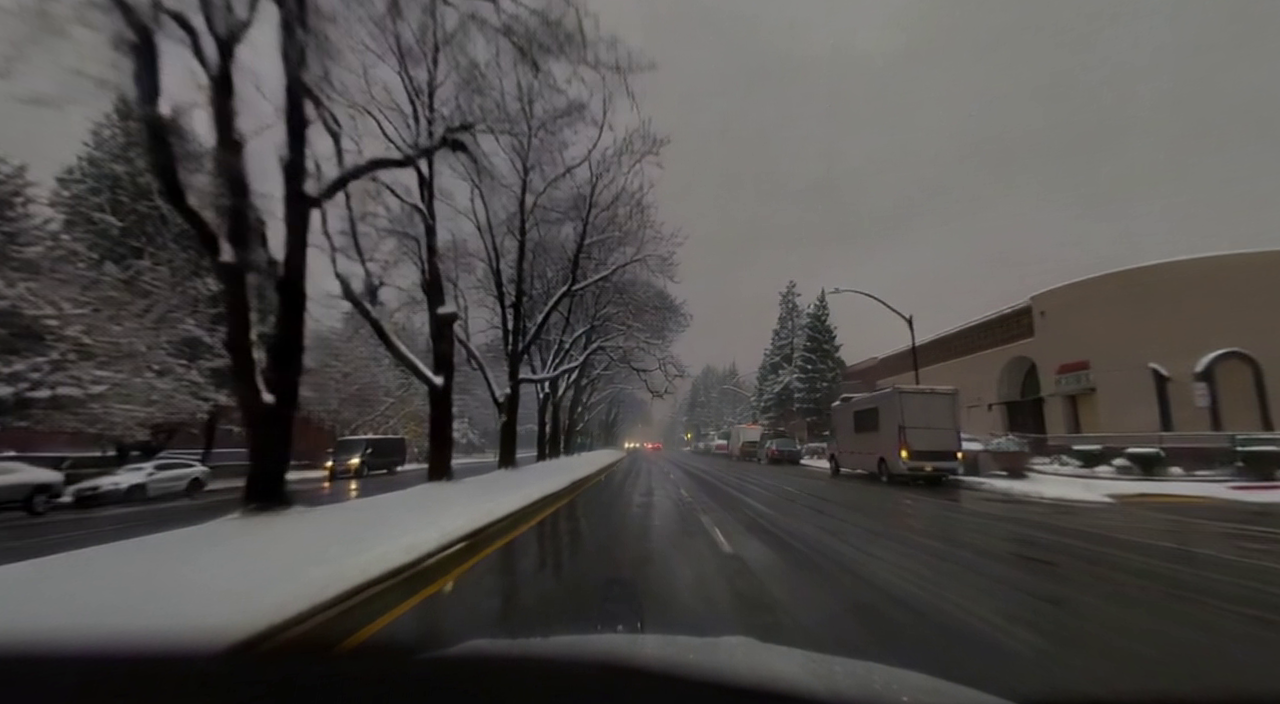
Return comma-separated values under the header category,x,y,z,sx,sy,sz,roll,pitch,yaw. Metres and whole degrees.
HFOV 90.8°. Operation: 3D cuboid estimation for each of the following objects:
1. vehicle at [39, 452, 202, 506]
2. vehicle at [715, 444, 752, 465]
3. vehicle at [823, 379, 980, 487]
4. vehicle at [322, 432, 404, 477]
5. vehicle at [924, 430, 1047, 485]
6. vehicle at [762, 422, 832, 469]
category,x,y,z,sx,sy,sz,roll,pitch,yaw
vehicle,-17.376,4.213,21.488,1.772,1.480,4.499,-1,-8,-1
vehicle,6.676,7.367,45.378,1.972,1.417,4.239,0,-9,0
vehicle,10.428,3.473,26.605,2.879,3.765,8.904,0,-9,1
vehicle,-17.071,6.340,39.386,2.253,2.554,6.021,0,-9,1
vehicle,14.403,4.423,26.800,2.203,2.052,5.314,0,-9,0
vehicle,10.459,6.363,42.991,2.964,2.927,6.936,0,-9,0
